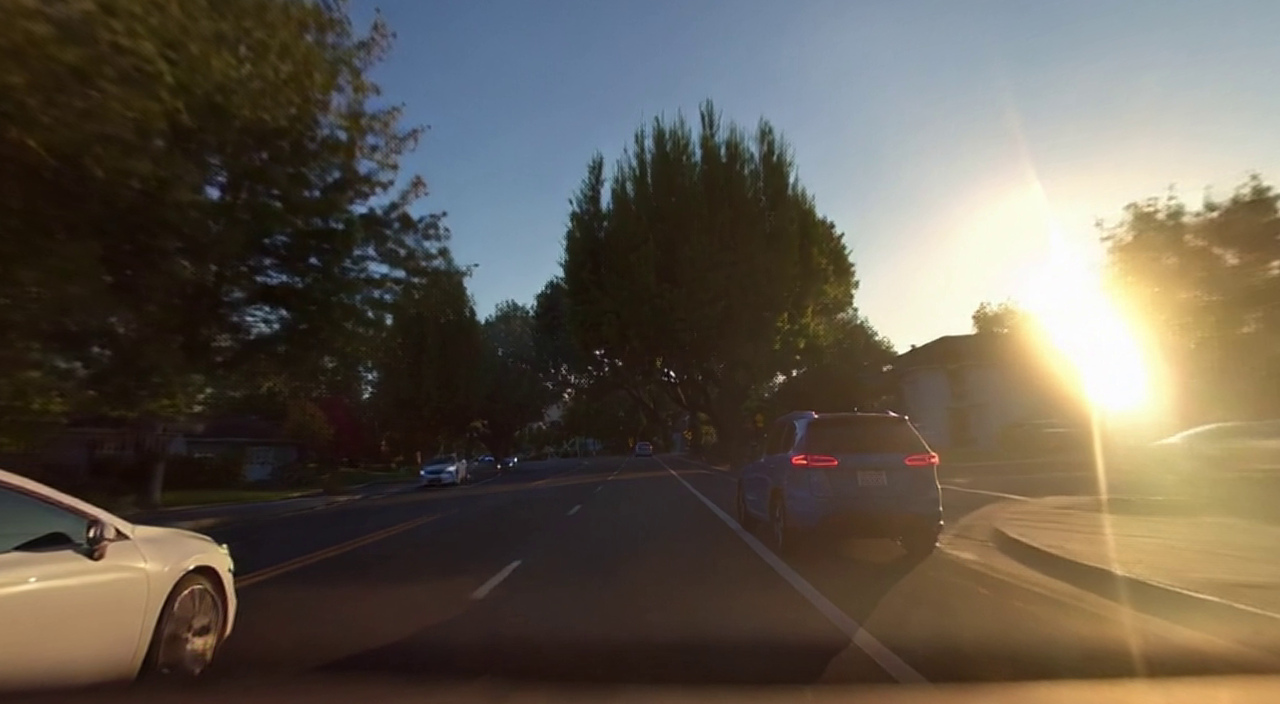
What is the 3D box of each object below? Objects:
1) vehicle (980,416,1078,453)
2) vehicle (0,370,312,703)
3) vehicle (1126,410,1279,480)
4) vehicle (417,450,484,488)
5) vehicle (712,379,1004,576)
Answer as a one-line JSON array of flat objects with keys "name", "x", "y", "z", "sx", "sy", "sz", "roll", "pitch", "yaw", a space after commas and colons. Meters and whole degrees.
[{"name": "vehicle", "x": 19.810, "y": 4.294, "z": 32.367, "sx": 1.984, "sy": 1.740, "sz": 4.601, "roll": 0, "pitch": -8, "yaw": -1}, {"name": "vehicle", "x": -3.290, "y": 0.871, "z": 1.988, "sx": 2.058, "sy": 1.659, "sz": 4.514, "roll": 0, "pitch": -8, "yaw": 0}, {"name": "vehicle", "x": 15.808, "y": 2.425, "z": 16.517, "sx": 4.392, "sy": 1.701, "sz": 1.991, "roll": -1, "pitch": -8, "yaw": 1}, {"name": "vehicle", "x": -9.457, "y": 5.873, "z": 31.876, "sx": 2.058, "sy": 1.718, "sz": 4.232, "roll": 0, "pitch": -8, "yaw": 0}, {"name": "vehicle", "x": 2.624, "y": 1.732, "z": 9.517, "sx": 2.338, "sy": 2.063, "sz": 5.592, "roll": 0, "pitch": -8, "yaw": -1}]
